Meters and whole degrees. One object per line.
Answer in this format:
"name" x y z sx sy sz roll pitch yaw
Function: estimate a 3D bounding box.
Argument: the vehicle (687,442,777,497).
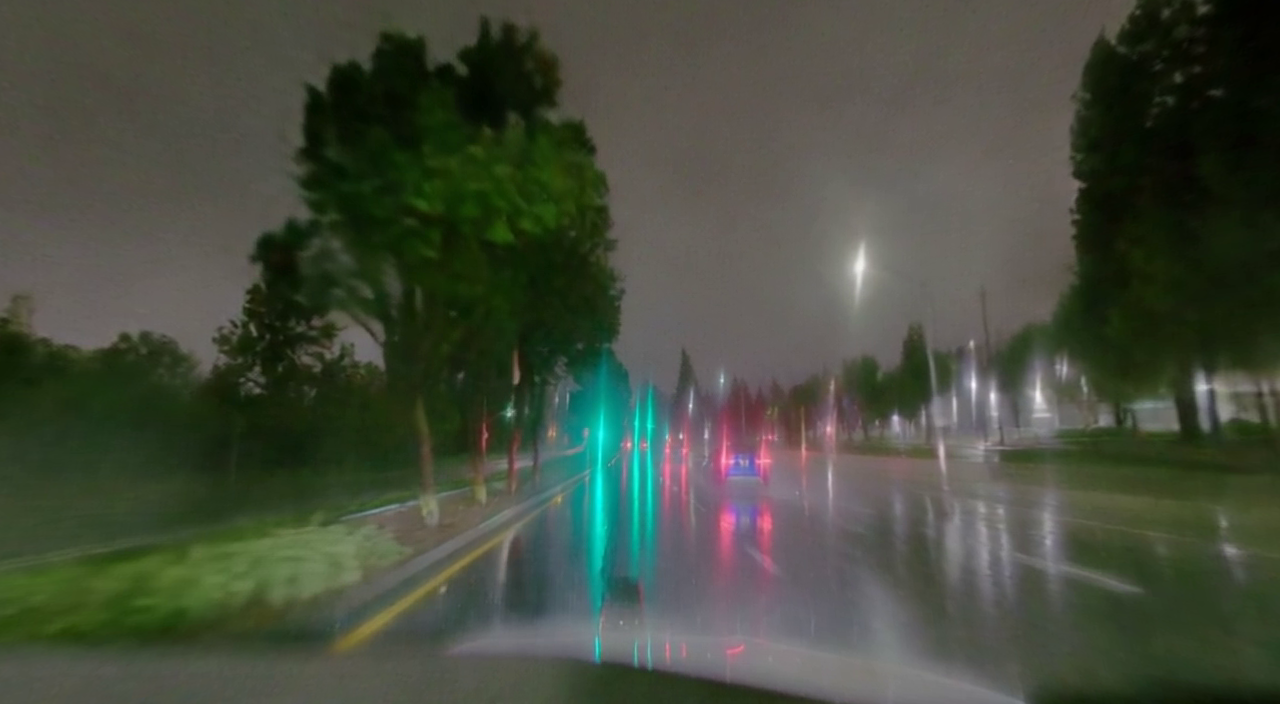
"vehicle" 2.663 3.524 19.346 2.056 1.483 4.091 0 -8 -2
